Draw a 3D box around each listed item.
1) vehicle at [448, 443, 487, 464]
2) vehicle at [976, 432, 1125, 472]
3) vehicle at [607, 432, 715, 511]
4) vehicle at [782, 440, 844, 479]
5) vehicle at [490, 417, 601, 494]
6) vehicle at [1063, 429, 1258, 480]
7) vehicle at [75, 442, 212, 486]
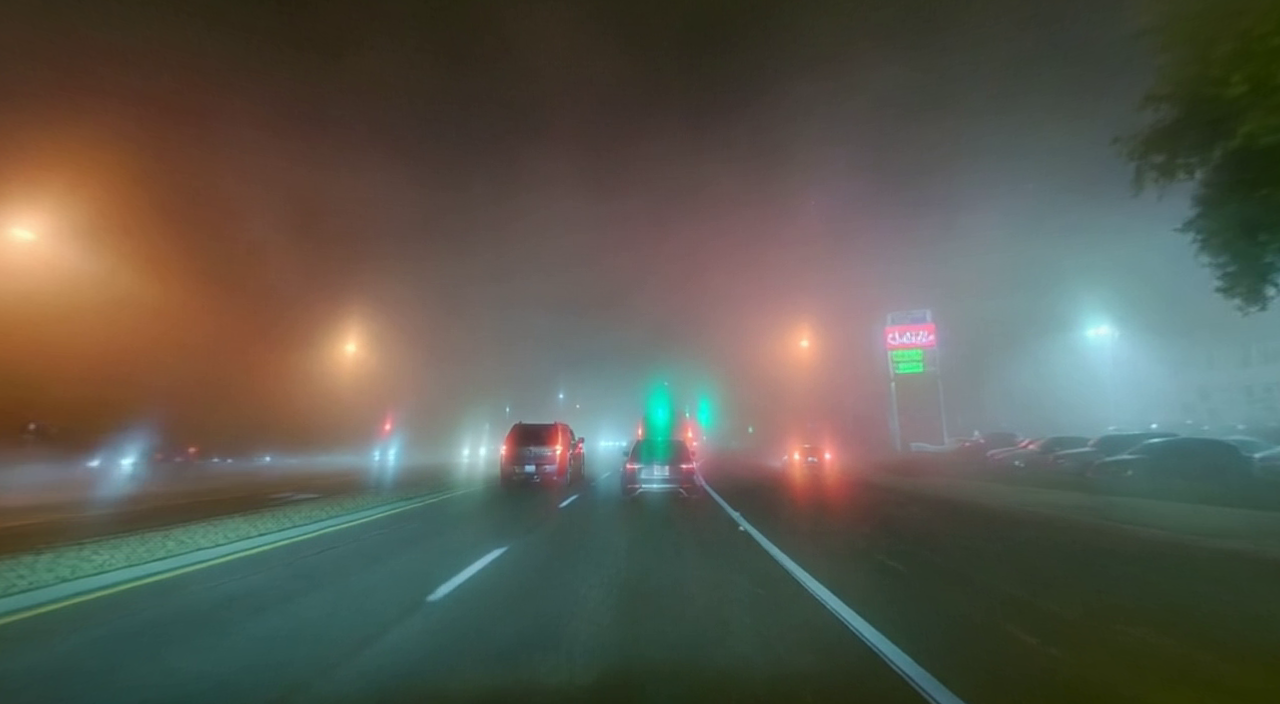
[{"bbox_3d":[-13.276,7.810,48.636,2.011,1.456,4.143,0,-9,-3],"label":"vehicle"},{"bbox_3d":[15.640,3.822,24.173,4.436,1.466,1.875,0,-9,-2],"label":"vehicle"},{"bbox_3d":[0.384,2.600,14.161,2.061,1.494,4.079,0,-8,-1],"label":"vehicle"},{"bbox_3d":[7.160,4.472,26.470,1.900,1.507,4.151,-1,-9,7],"label":"vehicle"},{"bbox_3d":[-2.588,3.034,18.744,2.289,1.935,5.227,0,-8,2],"label":"vehicle"},{"bbox_3d":[16.152,3.198,19.742,4.323,1.496,1.937,0,-9,0],"label":"vehicle"},{"bbox_3d":[-19.159,4.319,24.629,1.933,1.534,4.270,0,-9,-2],"label":"vehicle"}]
